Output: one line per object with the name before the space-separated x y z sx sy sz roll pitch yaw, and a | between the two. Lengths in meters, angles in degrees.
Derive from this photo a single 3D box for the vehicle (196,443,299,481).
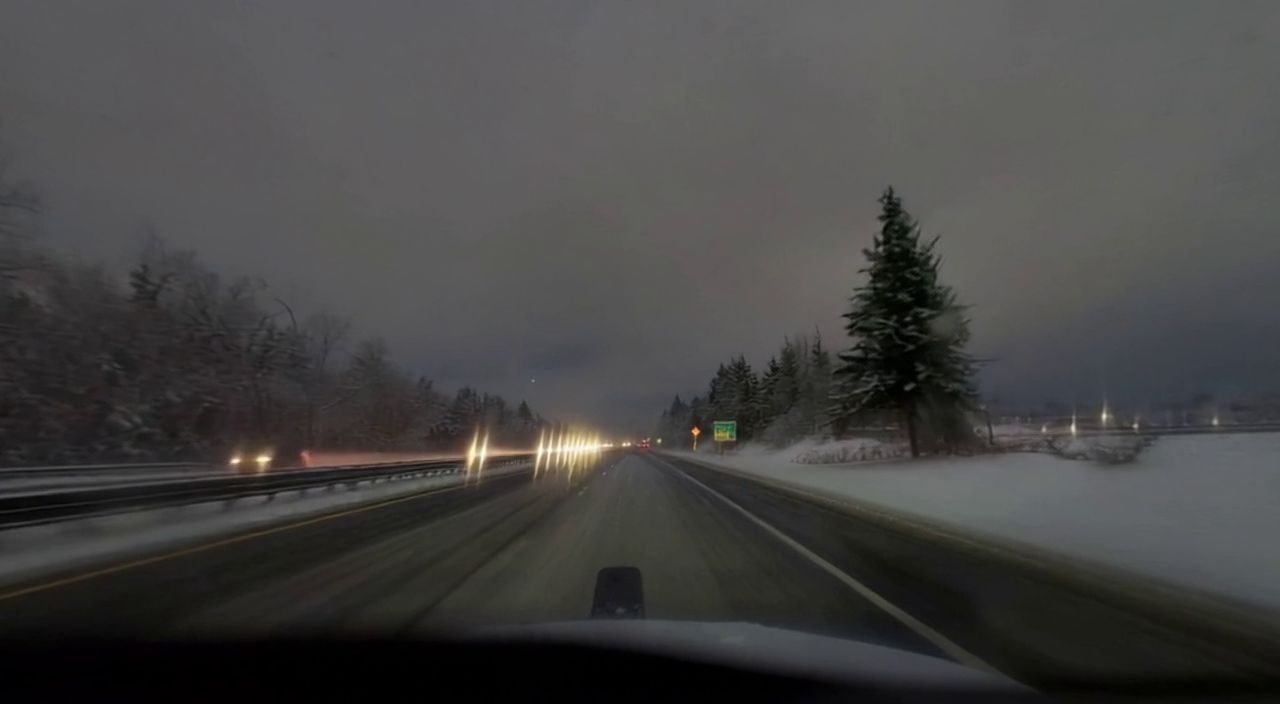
vehicle | -19.241 5.406 31.185 1.988 1.732 4.634 0 -9 2
